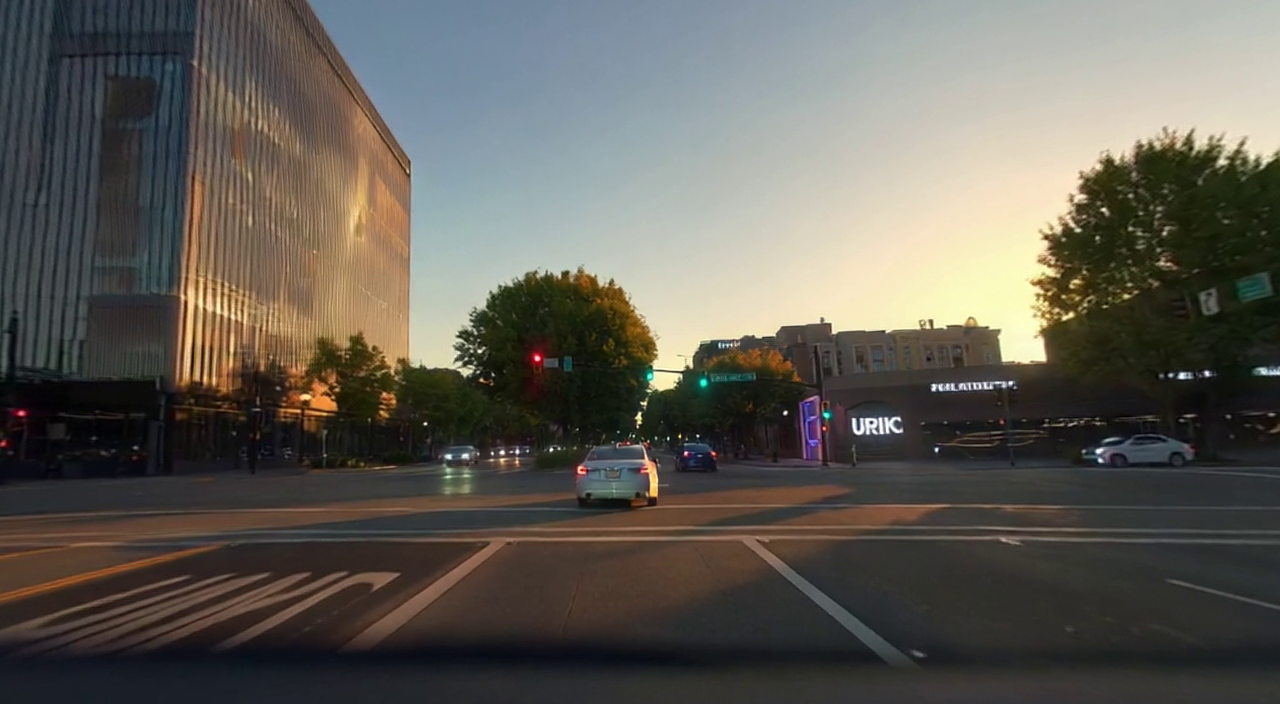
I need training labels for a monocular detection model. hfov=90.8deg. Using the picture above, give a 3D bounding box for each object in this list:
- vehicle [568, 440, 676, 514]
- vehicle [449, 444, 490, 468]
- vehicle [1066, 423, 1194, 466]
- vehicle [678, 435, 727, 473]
[{"bbox_3d":[-0.400,2.786,14.710,2.144,1.398,3.963,1,-7,-1],"label":"vehicle"},{"bbox_3d":[-12.685,7.745,47.158,2.000,1.507,4.286,-3,-8,-2],"label":"vehicle"},{"bbox_3d":[23.964,4.546,31.018,4.384,2.000,2.345,1,-9,-4],"label":"vehicle"},{"bbox_3d":[3.220,5.335,33.333,2.078,1.799,4.089,1,-7,-1],"label":"vehicle"}]
